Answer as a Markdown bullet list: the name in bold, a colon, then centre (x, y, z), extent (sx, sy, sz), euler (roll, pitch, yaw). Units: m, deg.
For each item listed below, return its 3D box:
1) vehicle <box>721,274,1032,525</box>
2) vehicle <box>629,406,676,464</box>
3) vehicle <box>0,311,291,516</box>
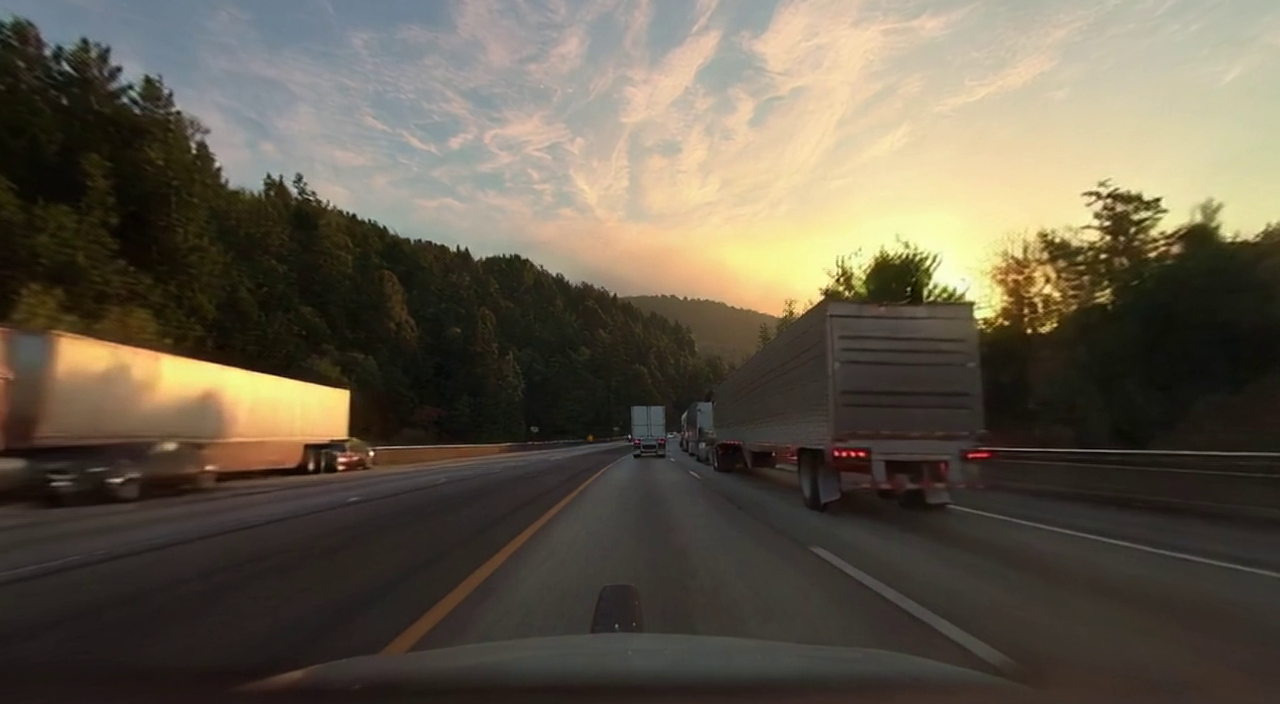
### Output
- **vehicle**: centre (4.723, 1.711, 17.373), extent (2.851, 4.077, 14.289), euler (0, -8, -1)
- **vehicle**: centre (0.685, 5.251, 39.528), extent (2.644, 3.247, 7.454), euler (0, -8, 0)
- **vehicle**: centre (-12.947, 1.663, 15.219), extent (2.949, 3.648, 10.317), euler (-1, -8, 1)
